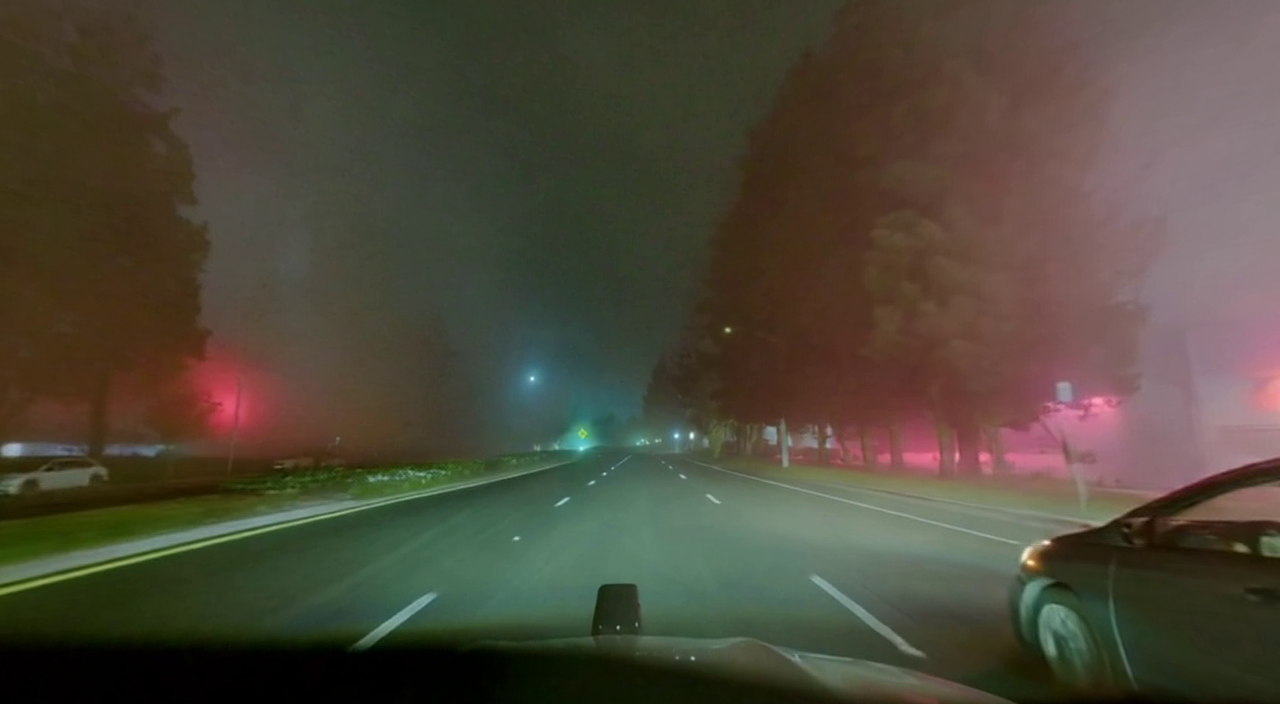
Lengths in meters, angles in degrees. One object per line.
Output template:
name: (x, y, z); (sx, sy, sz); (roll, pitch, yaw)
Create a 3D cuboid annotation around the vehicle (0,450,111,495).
vehicle: (-22.378, 4.394, 23.309); (1.784, 1.438, 4.471); (-1, -8, 1)

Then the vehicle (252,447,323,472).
vehicle: (-22.124, 6.762, 39.848); (1.771, 1.445, 4.321); (-1, -8, 4)

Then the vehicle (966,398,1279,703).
vehicle: (3.139, 0.840, 1.773); (2.004, 1.470, 4.544); (-1, -8, 0)
